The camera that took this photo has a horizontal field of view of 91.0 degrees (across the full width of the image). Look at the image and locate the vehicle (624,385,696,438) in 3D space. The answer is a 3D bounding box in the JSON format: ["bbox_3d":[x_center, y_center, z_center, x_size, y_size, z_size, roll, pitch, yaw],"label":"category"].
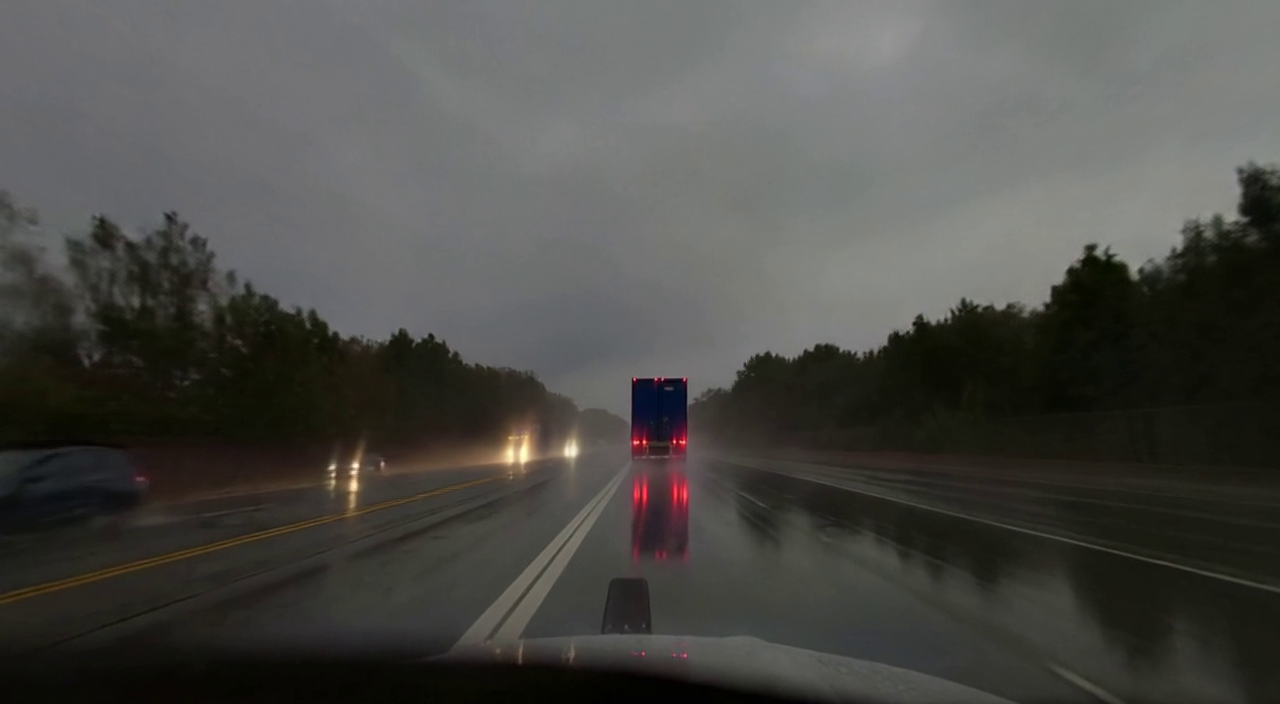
[{"bbox_3d":[0.666,2.493,25.357,2.509,1.890,4.732,0,-8,-3],"label":"vehicle"}]

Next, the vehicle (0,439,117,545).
[{"bbox_3d":[-11.455,2.323,10.468,1.873,1.712,4.097,0,-8,1],"label":"vehicle"}]
